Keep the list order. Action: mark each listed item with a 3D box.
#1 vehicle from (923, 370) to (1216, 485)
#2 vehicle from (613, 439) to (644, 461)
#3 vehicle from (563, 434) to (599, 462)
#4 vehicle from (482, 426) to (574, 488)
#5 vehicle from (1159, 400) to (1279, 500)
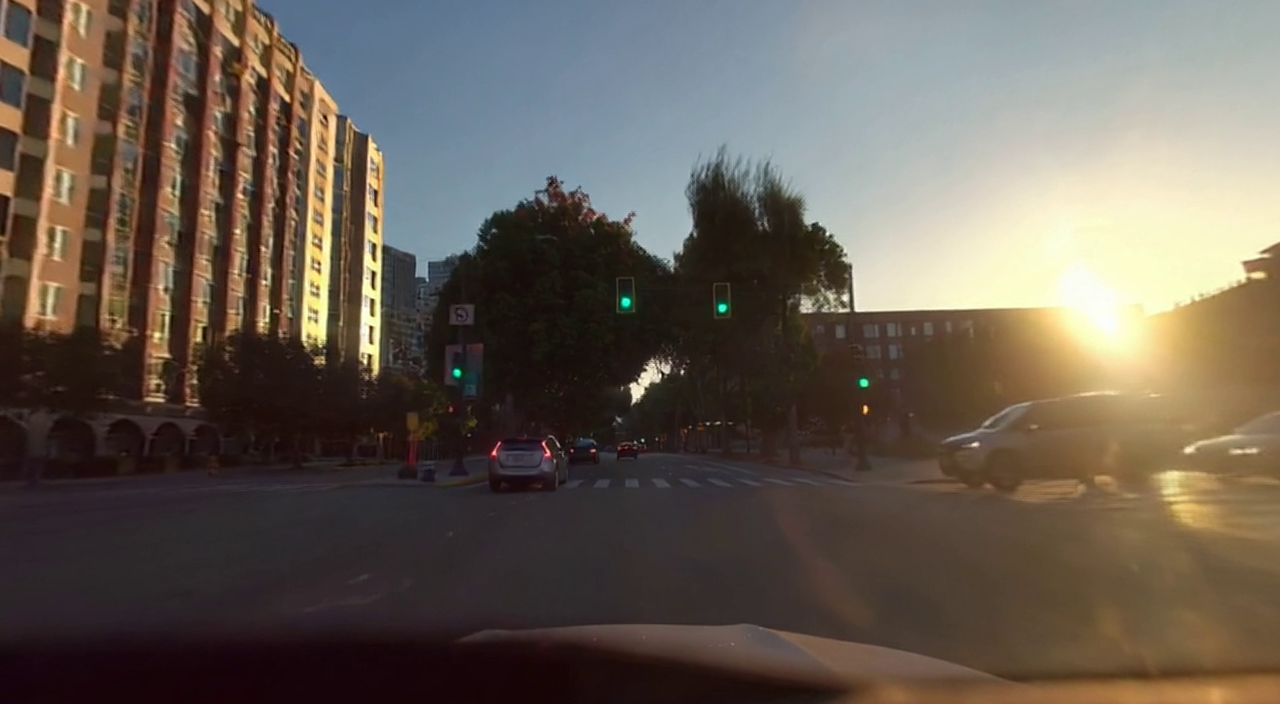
[{"bbox_3d":[11.861,2.126,17.882,6.233,2.668,2.627,-3,-8,-3],"label":"vehicle"},{"bbox_3d":[-0.893,7.047,45.461,2.095,1.438,3.843,0,-9,-3],"label":"vehicle"},{"bbox_3d":[-3.967,6.573,43.199,2.152,1.802,4.628,0,-9,-2],"label":"vehicle"},{"bbox_3d":[-3.386,3.300,20.048,2.116,1.725,4.315,0,-9,0],"label":"vehicle"},{"bbox_3d":[13.196,1.783,12.334,4.328,1.742,1.942,-3,-7,-1],"label":"vehicle"}]
